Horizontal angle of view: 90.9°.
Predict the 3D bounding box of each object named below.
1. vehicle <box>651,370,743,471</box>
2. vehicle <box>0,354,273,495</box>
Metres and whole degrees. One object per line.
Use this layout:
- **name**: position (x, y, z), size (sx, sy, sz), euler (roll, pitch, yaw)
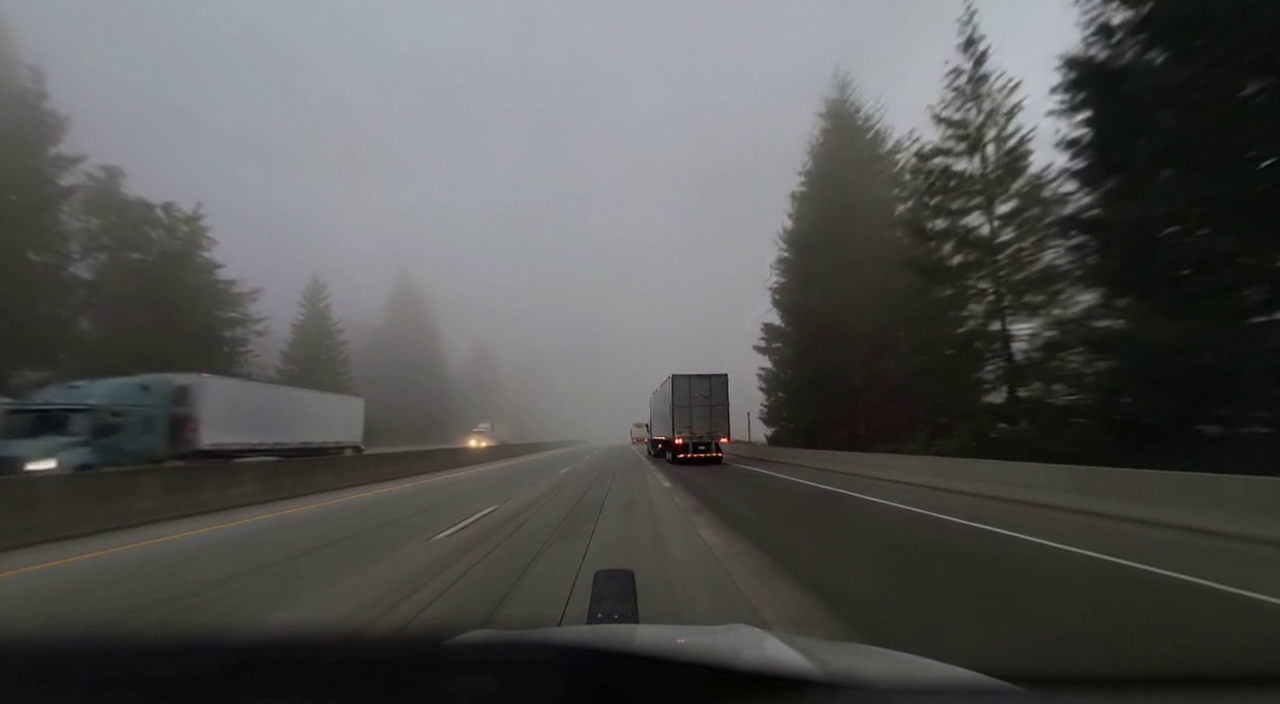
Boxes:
- **vehicle**: position (2.441, 3.725, 32.727), size (2.905, 4.080, 14.157), euler (0, -8, -2)
- **vehicle**: position (-16.084, 2.467, 21.060), size (3.034, 3.819, 7.828), euler (0, -8, -2)
